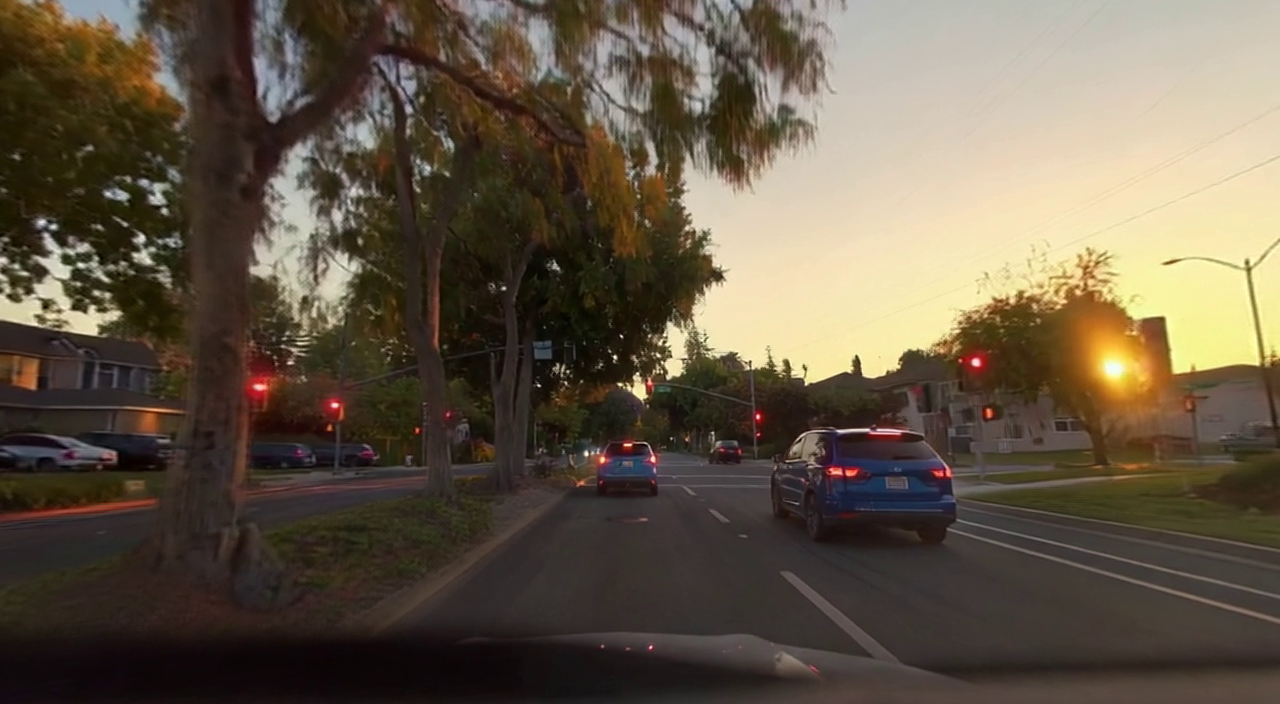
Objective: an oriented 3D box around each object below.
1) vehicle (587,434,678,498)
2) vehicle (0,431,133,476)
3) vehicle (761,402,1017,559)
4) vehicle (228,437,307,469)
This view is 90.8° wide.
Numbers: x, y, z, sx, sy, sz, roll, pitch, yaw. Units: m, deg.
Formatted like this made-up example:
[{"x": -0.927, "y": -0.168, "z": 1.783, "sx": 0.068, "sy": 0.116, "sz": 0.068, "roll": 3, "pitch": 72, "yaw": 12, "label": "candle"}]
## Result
[{"x": -0.183, "y": 3.095, "z": 17.573, "sx": 2.177, "sy": 1.512, "sz": 4.682, "roll": 0, "pitch": -9, "yaw": 0, "label": "vehicle"}, {"x": -28.722, "y": 5.027, "z": 31.420, "sx": 4.957, "sy": 2.108, "sz": 2.246, "roll": 5, "pitch": -10, "yaw": -29, "label": "vehicle"}, {"x": 3.257, "y": 1.794, "z": 9.439, "sx": 2.046, "sy": 1.768, "sz": 4.370, "roll": 0, "pitch": -9, "yaw": 0, "label": "vehicle"}, {"x": -28.465, "y": 7.728, "z": 48.282, "sx": 4.943, "sy": 2.110, "sz": 2.217, "roll": 3, "pitch": -11, "yaw": -36, "label": "vehicle"}]
